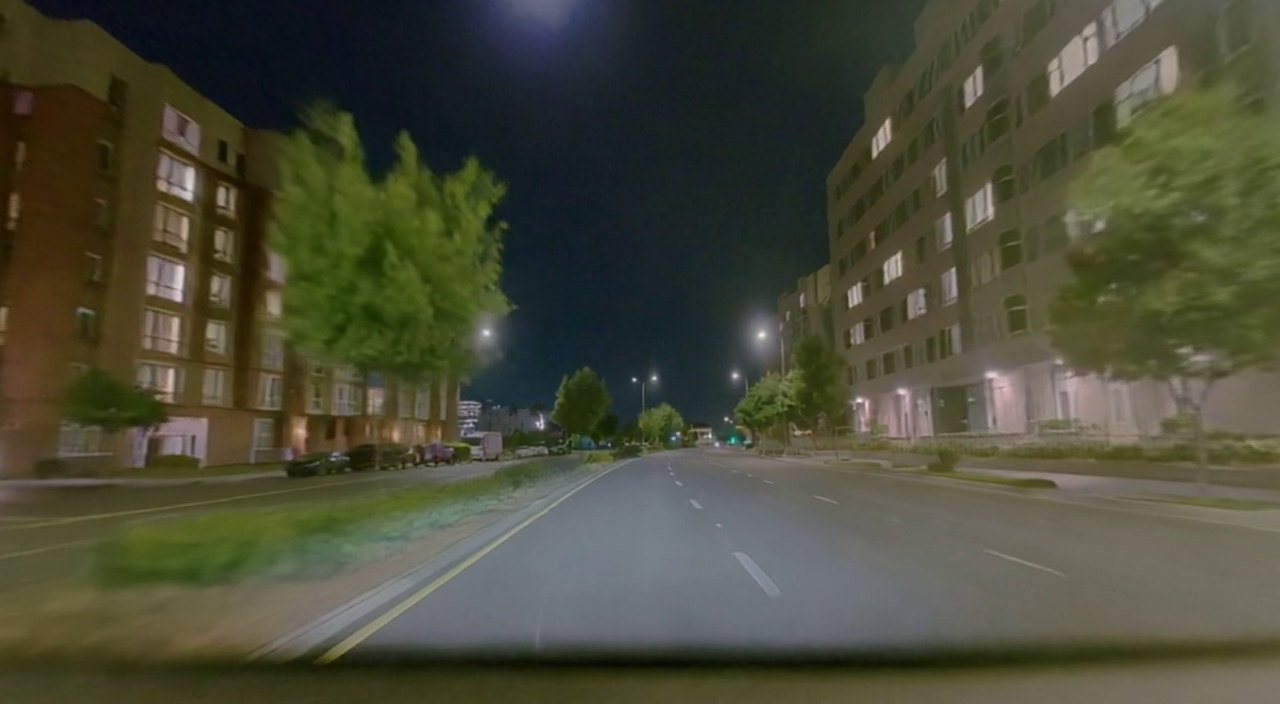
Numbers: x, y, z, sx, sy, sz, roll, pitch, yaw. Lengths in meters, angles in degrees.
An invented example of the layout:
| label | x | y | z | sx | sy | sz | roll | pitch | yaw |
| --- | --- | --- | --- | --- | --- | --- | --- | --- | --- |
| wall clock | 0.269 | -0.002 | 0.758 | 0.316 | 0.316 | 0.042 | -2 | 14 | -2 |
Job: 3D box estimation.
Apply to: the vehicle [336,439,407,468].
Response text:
| label | x | y | z | sx | sy | sz | roll | pitch | yaw |
| --- | --- | --- | --- | --- | --- | --- | --- | --- | --- |
| vehicle | -18.434 | 7.006 | 43.650 | 2.295 | 1.809 | 5.236 | -2 | -9 | 4 |

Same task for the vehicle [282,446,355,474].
| label | x | y | z | sx | sy | sz | roll | pitch | yaw |
| --- | --- | --- | --- | --- | --- | --- | --- | --- | --- |
| vehicle | -18.833 | 6.315 | 37.223 | 1.880 | 1.457 | 4.487 | -3 | -8 | 2 |
